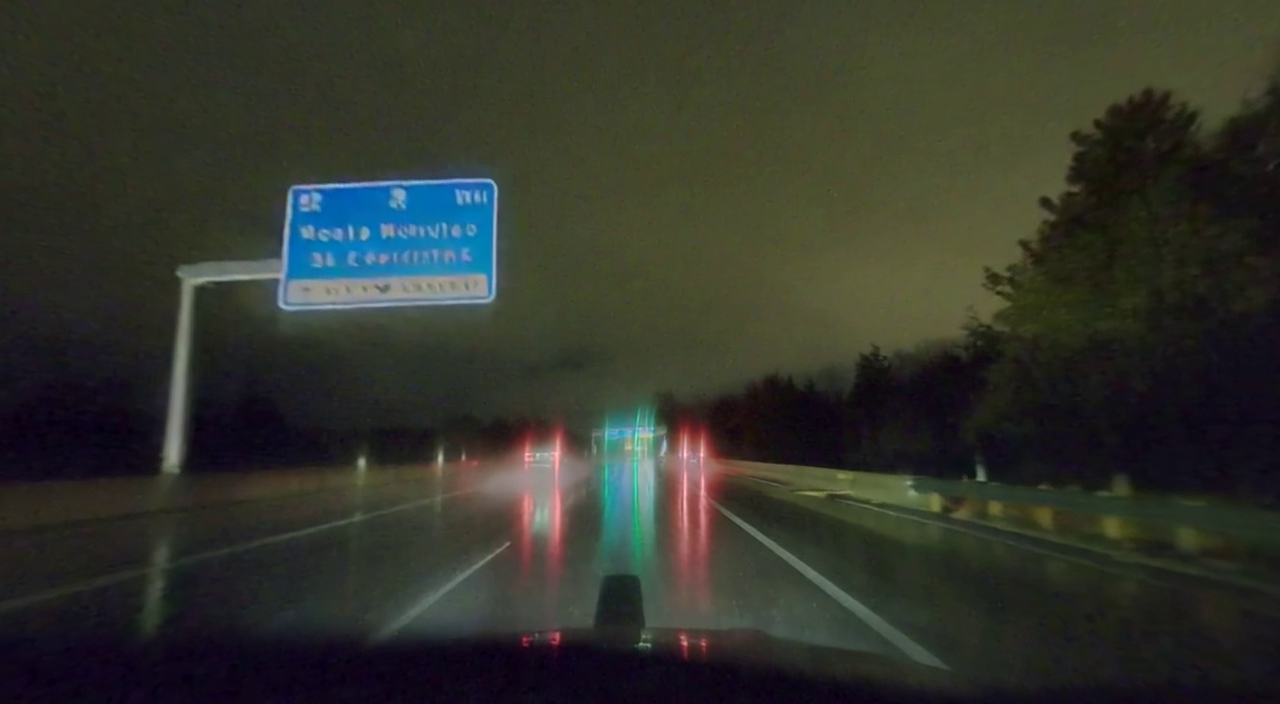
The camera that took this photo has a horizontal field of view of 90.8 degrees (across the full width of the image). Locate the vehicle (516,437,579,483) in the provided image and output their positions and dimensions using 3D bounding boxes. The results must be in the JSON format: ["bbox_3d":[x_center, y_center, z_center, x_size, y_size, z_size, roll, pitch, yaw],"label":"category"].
[{"bbox_3d":[-4.366,5.174,30.440,2.278,2.054,4.498,0,-9,1],"label":"vehicle"}]

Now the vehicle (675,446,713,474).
[{"bbox_3d":[3.577,7.241,42.550,2.133,1.746,4.511,0,-9,0],"label":"vehicle"}]
